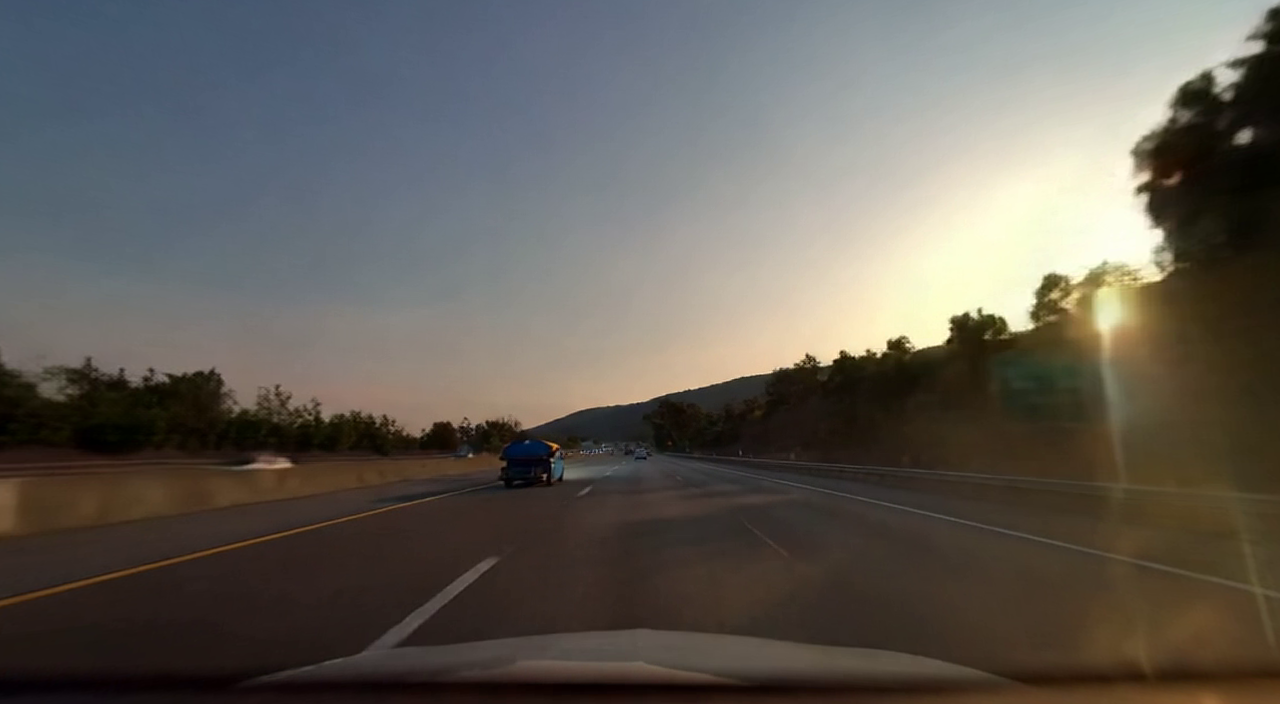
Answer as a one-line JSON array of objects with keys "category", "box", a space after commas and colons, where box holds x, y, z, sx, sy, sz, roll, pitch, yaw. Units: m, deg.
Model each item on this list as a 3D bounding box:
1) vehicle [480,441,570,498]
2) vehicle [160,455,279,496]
[{"category": "vehicle", "box": [-3.433, 3.597, 19.549, 1.965, 1.556, 3.971, 0, -9, 1]}, {"category": "vehicle", "box": [-16.168, 4.729, 24.539, 1.800, 1.424, 4.187, 0, -9, -1]}]
